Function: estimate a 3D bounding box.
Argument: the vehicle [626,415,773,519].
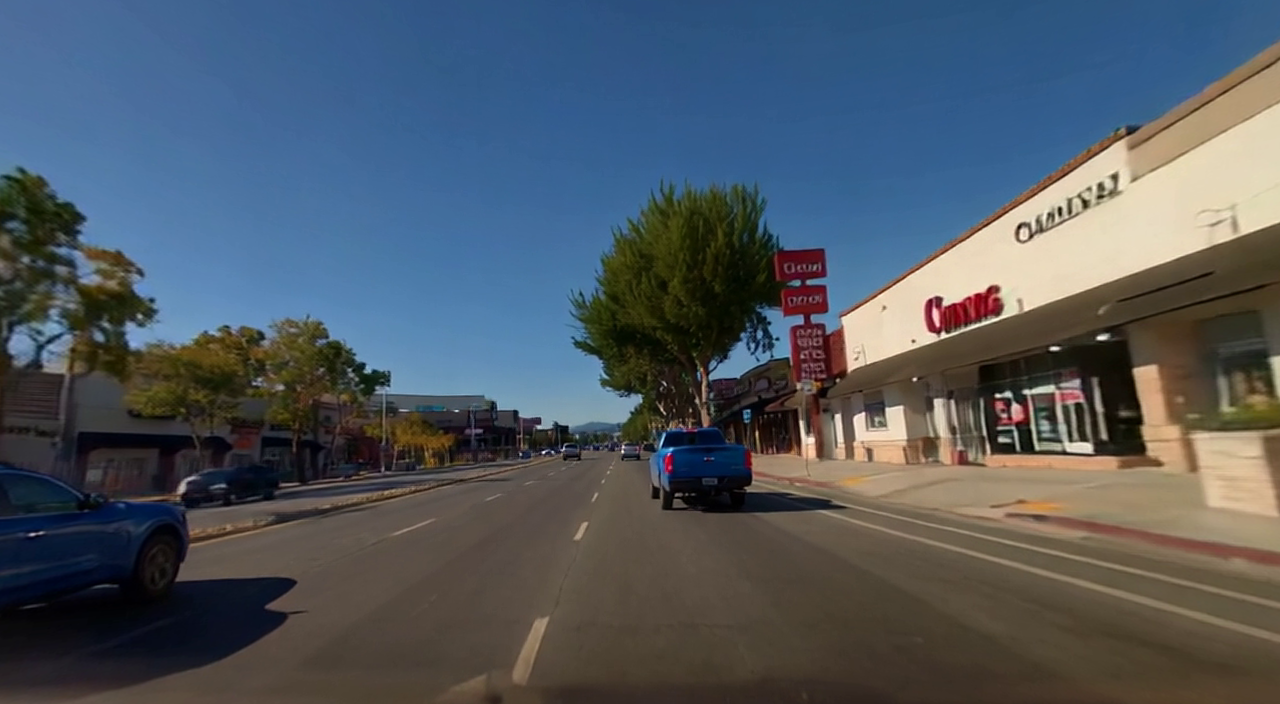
[{"bbox_3d":[1.077,2.625,14.942,2.590,1.932,5.776,0,-9,-3],"label":"vehicle"}]

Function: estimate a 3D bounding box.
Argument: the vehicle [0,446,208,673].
[{"bbox_3d":[-5.001,1.270,3.656,1.888,1.424,4.553,0,-9,-2],"label":"vehicle"}]

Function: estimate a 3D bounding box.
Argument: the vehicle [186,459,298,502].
[{"bbox_3d":[-16.557,5.344,26.609,1.955,1.562,4.340,0,-9,-1],"label":"vehicle"}]
